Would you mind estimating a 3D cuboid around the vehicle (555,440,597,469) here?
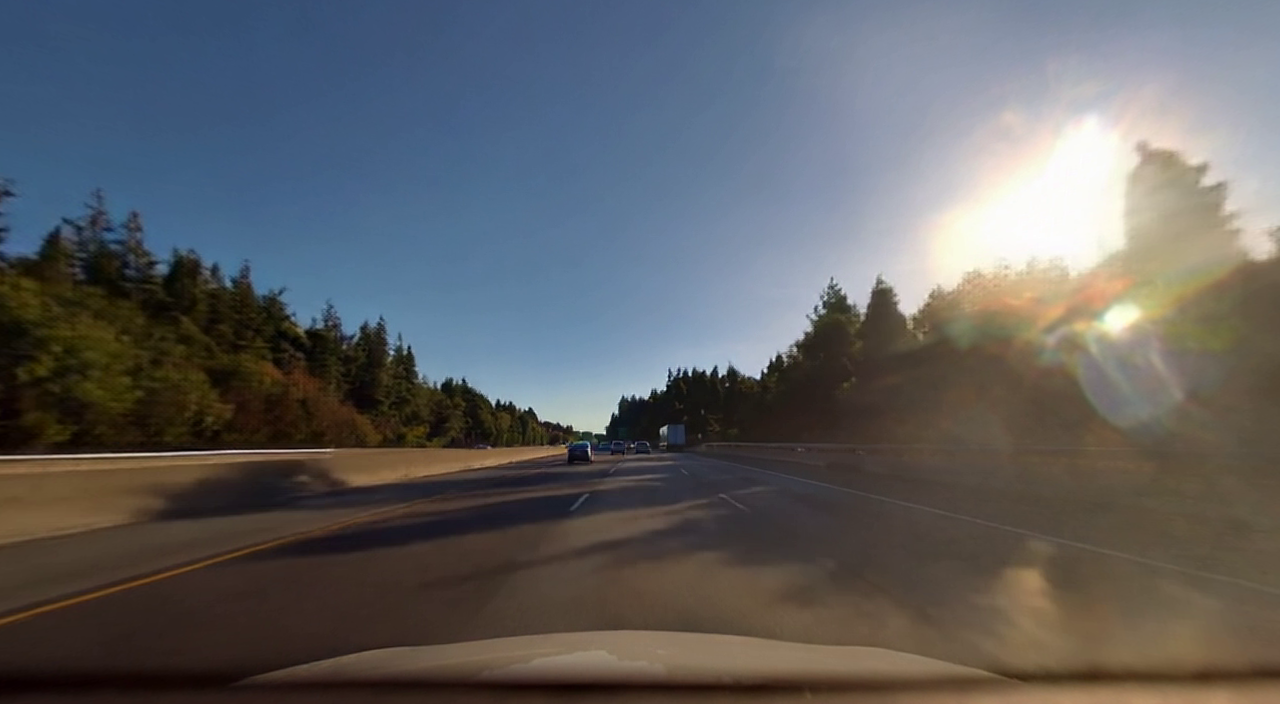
[{"bbox_3d":[-3.665,5.976,36.882,2.025,1.571,3.662,0,-9,1],"label":"vehicle"}]
